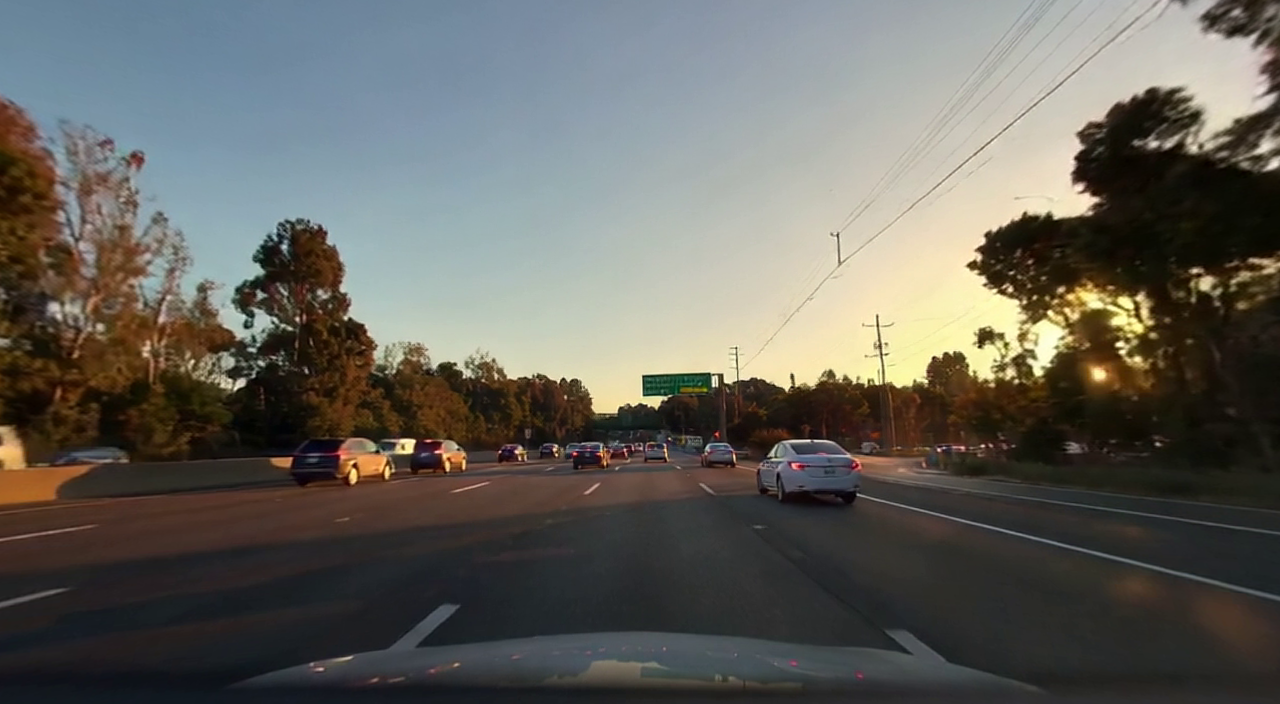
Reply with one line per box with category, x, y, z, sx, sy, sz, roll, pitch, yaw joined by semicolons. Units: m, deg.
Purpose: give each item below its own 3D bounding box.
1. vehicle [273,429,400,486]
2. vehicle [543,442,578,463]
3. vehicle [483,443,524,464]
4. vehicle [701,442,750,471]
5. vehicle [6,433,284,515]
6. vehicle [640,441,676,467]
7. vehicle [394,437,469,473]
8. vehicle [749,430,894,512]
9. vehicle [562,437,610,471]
vehicle;-10.598;3.714;22.511;2.083;1.776;4.721;0;-8;1
vehicle;-6.166;7.831;49.289;2.049;1.544;4.866;0;-8;0
vehicle;-10.101;7.543;47.051;1.926;1.479;4.688;0;-8;2
vehicle;4.571;5.671;34.544;2.022;1.472;4.678;0;-8;0
vehicle;-10.554;2.618;14.148;2.181;1.512;4.889;0;-8;2
vehicle;1.110;6.555;40.822;2.220;1.575;4.332;0;-8;1
vehicle;-10.508;5.235;32.247;2.137;1.690;4.630;0;-8;1
vehicle;3.958;2.670;14.653;2.036;1.580;4.360;0;-8;0
vehicle;-2.915;5.636;35.094;2.133;1.775;4.530;0;-8;2
